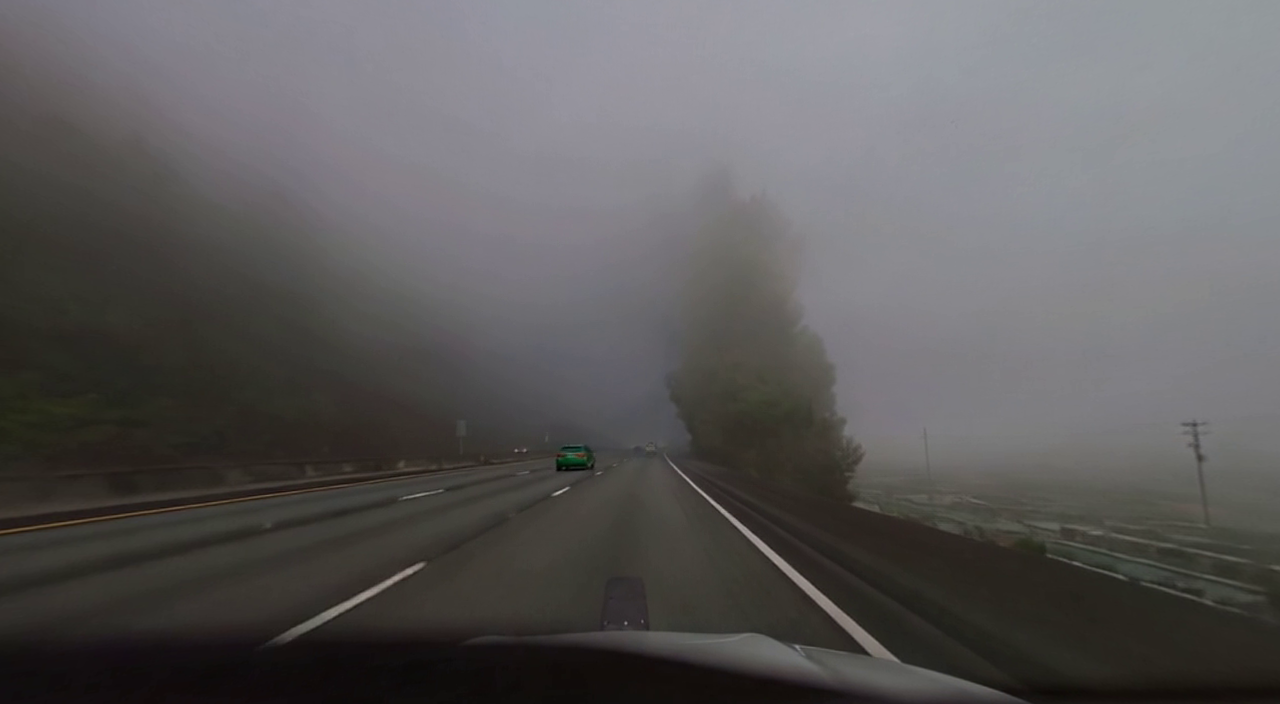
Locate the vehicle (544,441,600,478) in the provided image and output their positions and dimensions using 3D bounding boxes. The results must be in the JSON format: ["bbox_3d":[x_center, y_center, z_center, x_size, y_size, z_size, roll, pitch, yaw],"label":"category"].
[{"bbox_3d":[-3.026,4.862,28.838,2.015,1.561,4.469,0,-8,1],"label":"vehicle"}]
